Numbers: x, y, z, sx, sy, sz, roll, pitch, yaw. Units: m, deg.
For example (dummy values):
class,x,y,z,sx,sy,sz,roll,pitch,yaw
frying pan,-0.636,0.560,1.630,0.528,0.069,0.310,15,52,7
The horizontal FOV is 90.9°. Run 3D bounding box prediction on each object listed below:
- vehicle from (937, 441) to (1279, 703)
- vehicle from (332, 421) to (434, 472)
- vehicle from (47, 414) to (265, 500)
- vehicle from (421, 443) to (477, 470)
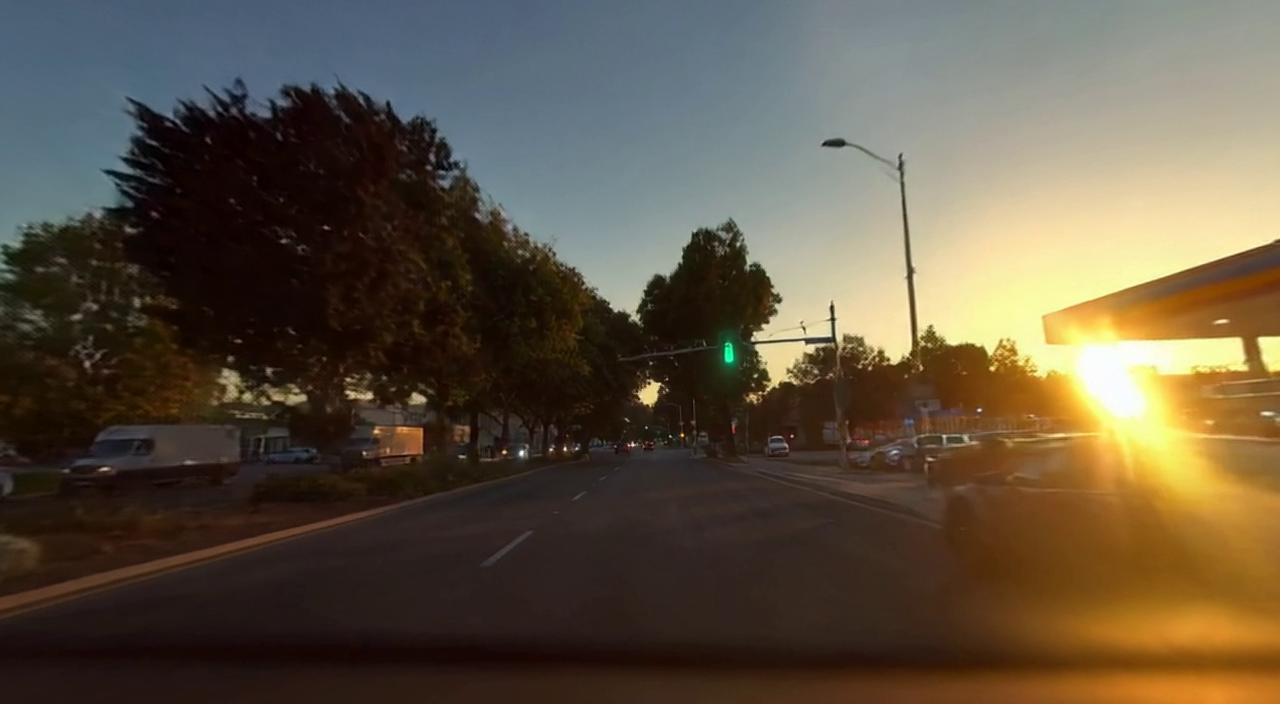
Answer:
class,x,y,z,sx,sy,sz,roll,pitch,yaw
vehicle,4.092,1.353,4.439,1.963,1.411,4.637,-1,-9,3
vehicle,-18.698,7.051,46.911,2.958,3.304,10.523,0,-9,1
vehicle,-18.876,4.161,25.400,2.837,2.953,7.214,0,-9,2
vehicle,-11.252,6.192,37.453,1.860,1.495,4.409,0,-9,1
